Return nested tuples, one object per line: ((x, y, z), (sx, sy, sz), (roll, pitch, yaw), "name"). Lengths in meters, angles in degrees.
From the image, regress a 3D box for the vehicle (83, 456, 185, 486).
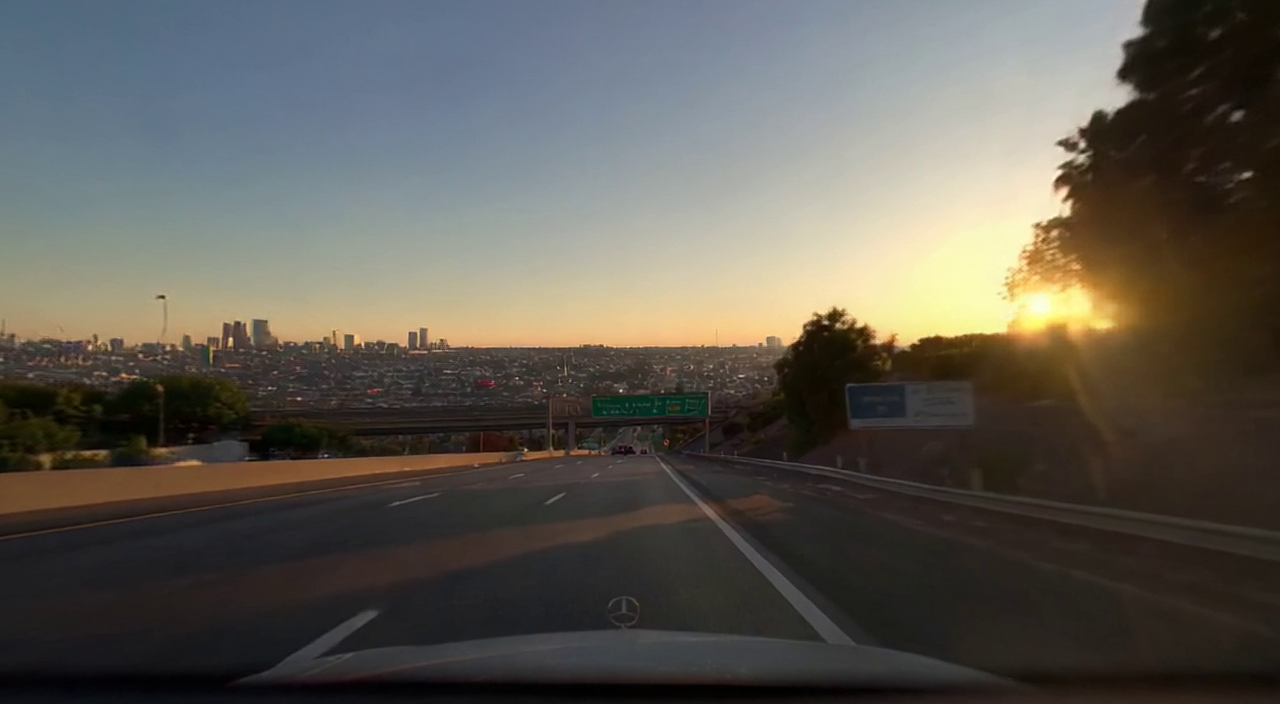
((-29.897, 7.015, 37.442), (1.993, 1.565, 4.728), (-1, -9, 2), "vehicle")
